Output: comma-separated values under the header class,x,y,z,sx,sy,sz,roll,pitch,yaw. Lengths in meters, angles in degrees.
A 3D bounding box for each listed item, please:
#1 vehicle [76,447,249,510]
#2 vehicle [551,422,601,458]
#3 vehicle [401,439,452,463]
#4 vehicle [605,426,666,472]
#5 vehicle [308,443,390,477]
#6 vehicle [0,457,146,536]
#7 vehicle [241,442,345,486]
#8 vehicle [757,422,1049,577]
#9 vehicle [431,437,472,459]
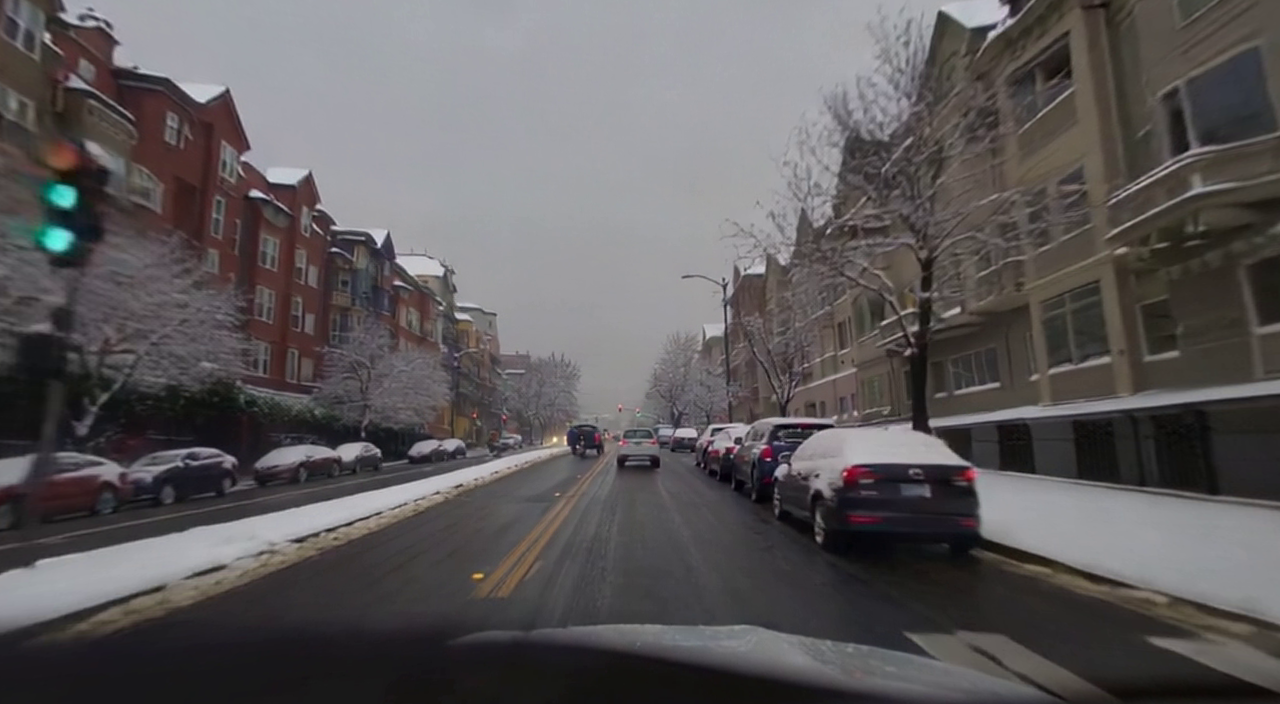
class,x,y,z,sx,sy,sz,roll,pitch,yaw
vehicle,-13.880,3.641,18.769,1.805,1.580,4.477,0,-8,-3
vehicle,-3.214,4.561,32.653,2.065,1.705,4.353,0,-8,1
vehicle,-13.982,6.493,41.696,1.907,1.480,4.498,0,-8,-1
vehicle,-0.177,3.505,22.933,2.026,1.496,3.701,0,-8,-1
vehicle,-13.902,5.138,30.434,1.837,1.470,4.263,0,-8,1
vehicle,-13.662,3.120,13.908,1.863,1.468,4.565,0,-8,0
vehicle,-14.037,4.512,25.895,1.887,1.619,4.208,0,-8,-1
vehicle,2.956,1.743,8.389,1.874,1.468,4.550,0,-8,-1
vehicle,-14.001,7.132,47.059,1.839,1.594,4.055,0,-8,-1
